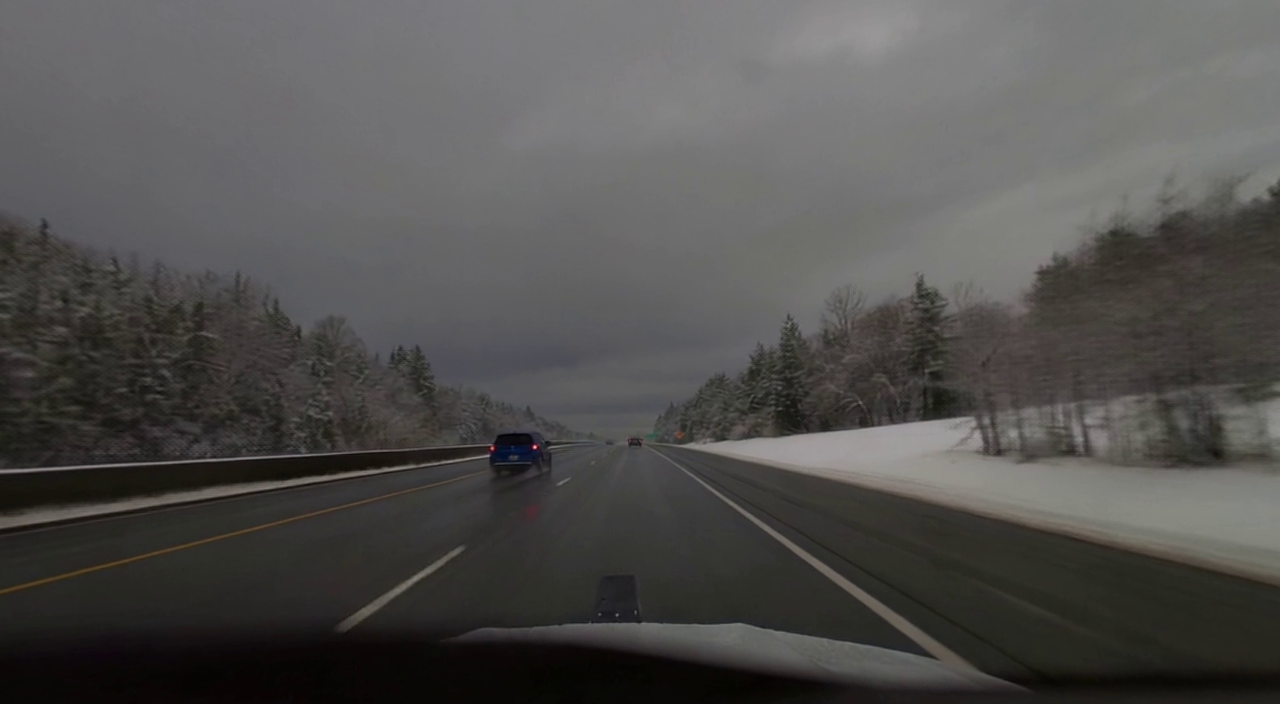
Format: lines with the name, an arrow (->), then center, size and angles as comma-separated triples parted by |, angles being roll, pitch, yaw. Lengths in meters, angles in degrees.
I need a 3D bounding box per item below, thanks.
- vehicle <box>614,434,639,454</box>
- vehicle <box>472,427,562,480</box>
vehicle -> -0.989, 7.024, 48.326 | 1.836, 1.450, 3.519 | 0, -8, -1
vehicle -> -3.953, 3.343, 21.140 | 2.072, 1.545, 4.767 | 0, -8, 0
